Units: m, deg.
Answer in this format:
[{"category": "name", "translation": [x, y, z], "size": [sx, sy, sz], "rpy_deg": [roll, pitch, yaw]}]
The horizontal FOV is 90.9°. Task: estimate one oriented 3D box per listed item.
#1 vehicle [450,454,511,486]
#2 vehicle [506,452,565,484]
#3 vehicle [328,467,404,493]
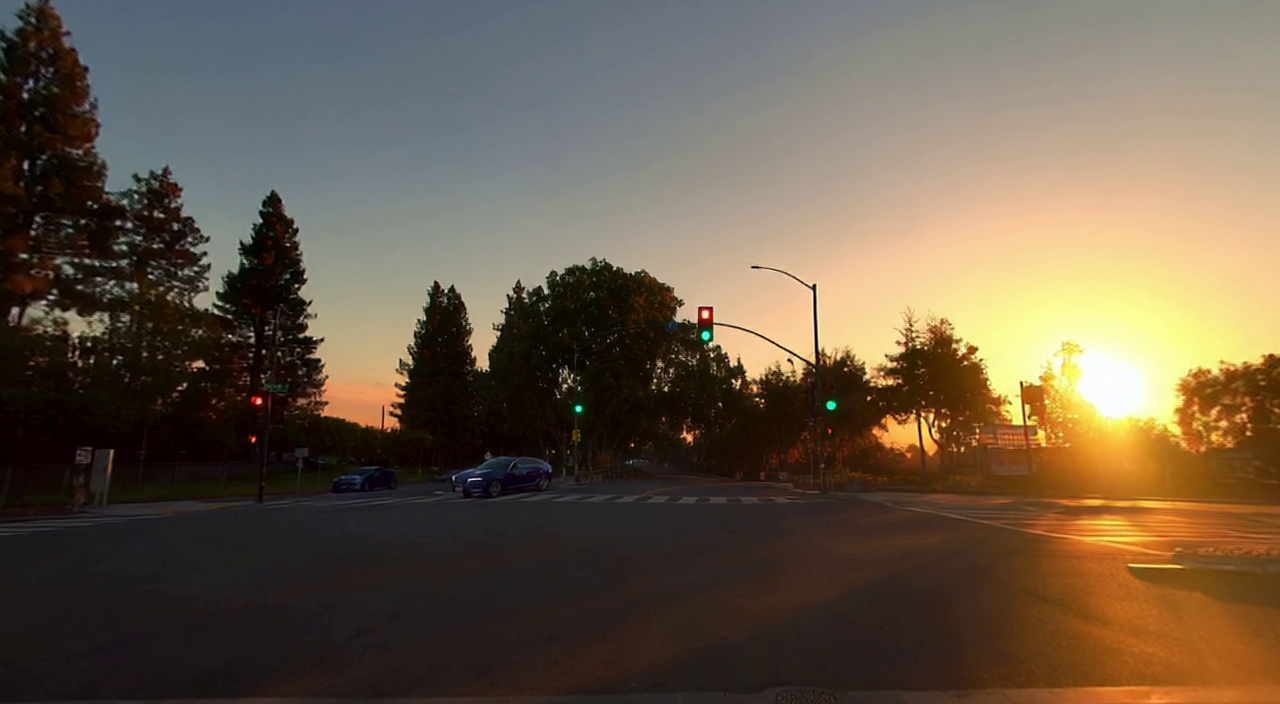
[{"category": "vehicle", "translation": [-8.030, 5.974, 32.087], "size": [1.960, 1.433, 4.213], "rpy_deg": [0, -8, 1]}, {"category": "vehicle", "translation": [-5.237, 5.864, 32.117], "size": [2.107, 1.456, 4.728], "rpy_deg": [0, -8, 1]}, {"category": "vehicle", "translation": [-18.401, 8.603, 42.537], "size": [2.029, 1.500, 4.491], "rpy_deg": [-4, -9, 24]}]
